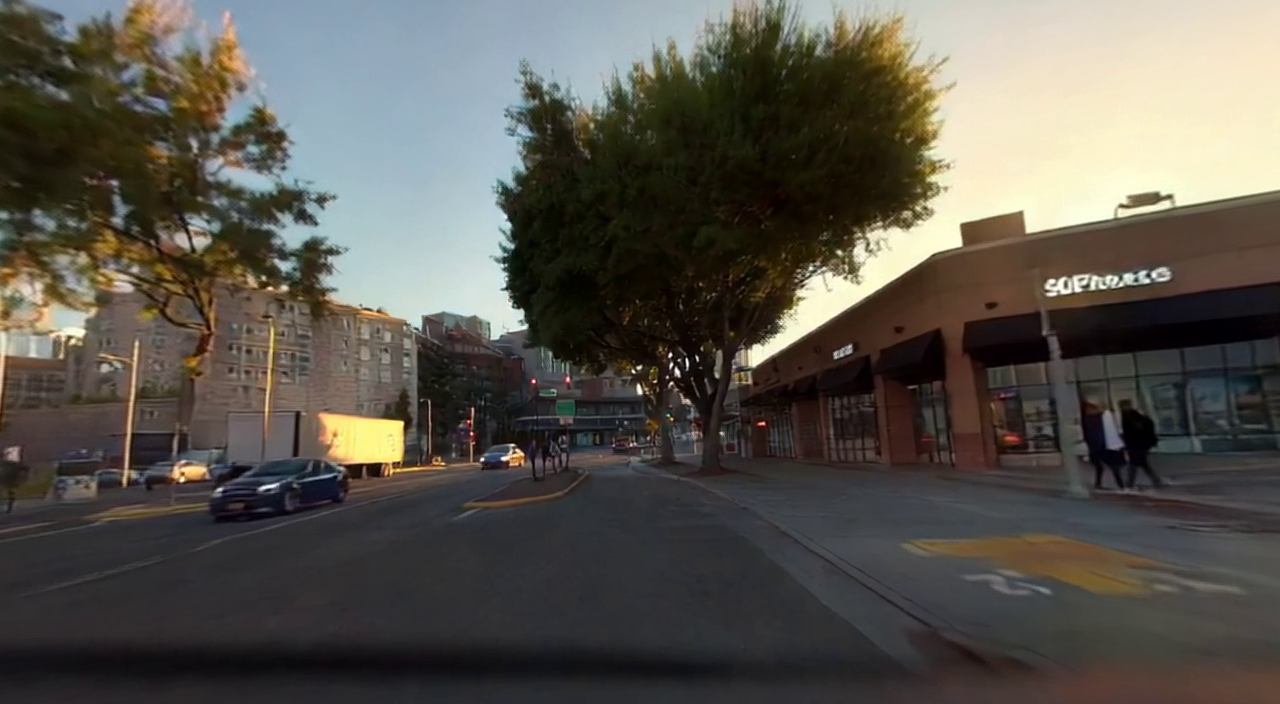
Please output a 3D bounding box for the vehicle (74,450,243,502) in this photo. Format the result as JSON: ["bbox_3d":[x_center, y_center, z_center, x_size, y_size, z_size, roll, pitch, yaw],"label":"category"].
[{"bbox_3d":[-18.047,4.602,24.011,2.101,1.721,4.587,-3,-9,18],"label":"vehicle"}]

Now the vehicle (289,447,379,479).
[{"bbox_3d":[-17.728,6.425,36.922,1.988,1.762,4.653,-3,-9,17],"label":"vehicle"}]

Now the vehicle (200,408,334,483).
[{"bbox_3d":[-21.576,5.490,37.061,3.045,3.961,6.104,-3,-9,16],"label":"vehicle"}]

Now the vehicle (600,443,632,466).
[{"bbox_3d":[-1.588,6.973,43.085,2.006,1.470,3.799,0,-8,-1],"label":"vehicle"}]
